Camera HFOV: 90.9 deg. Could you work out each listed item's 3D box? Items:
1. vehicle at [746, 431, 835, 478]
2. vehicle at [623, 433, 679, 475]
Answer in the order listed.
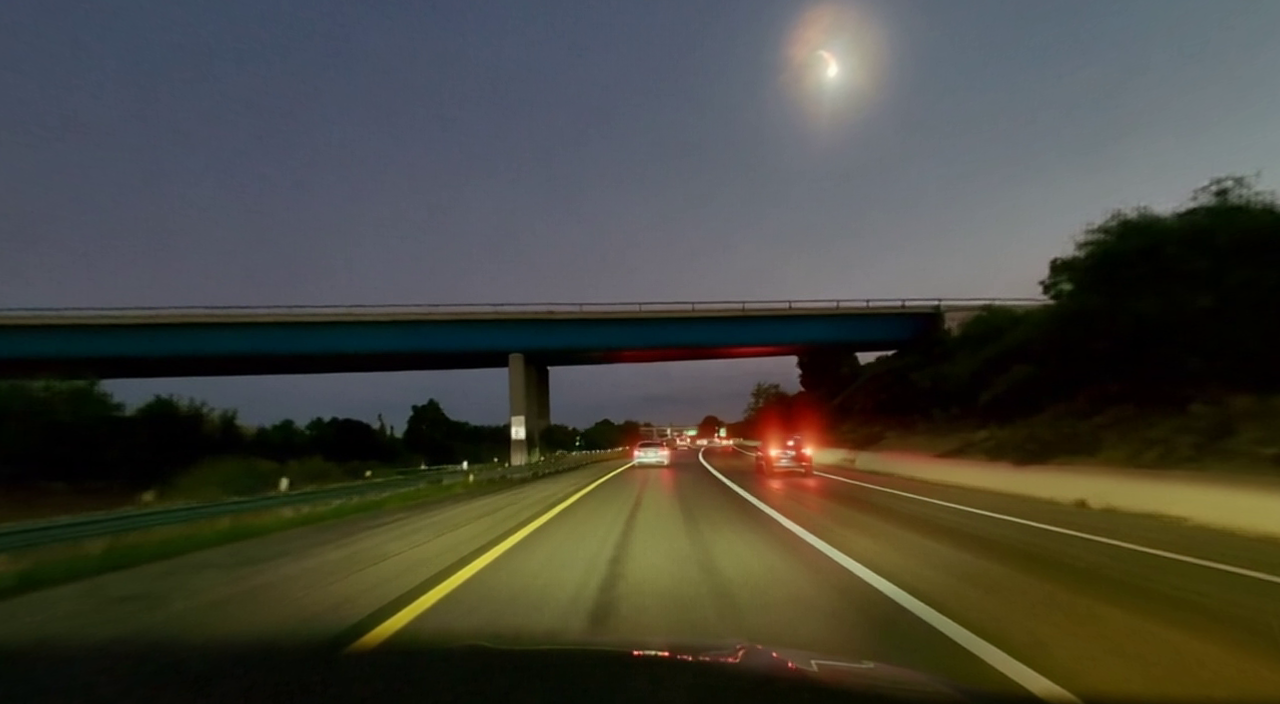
[{"bbox_3d":[5.197,3.603,22.459,2.163,1.489,4.470,0,-8,2],"label":"vehicle"},{"bbox_3d":[0.491,3.916,24.375,1.993,1.461,3.812,-1,-8,3],"label":"vehicle"}]
